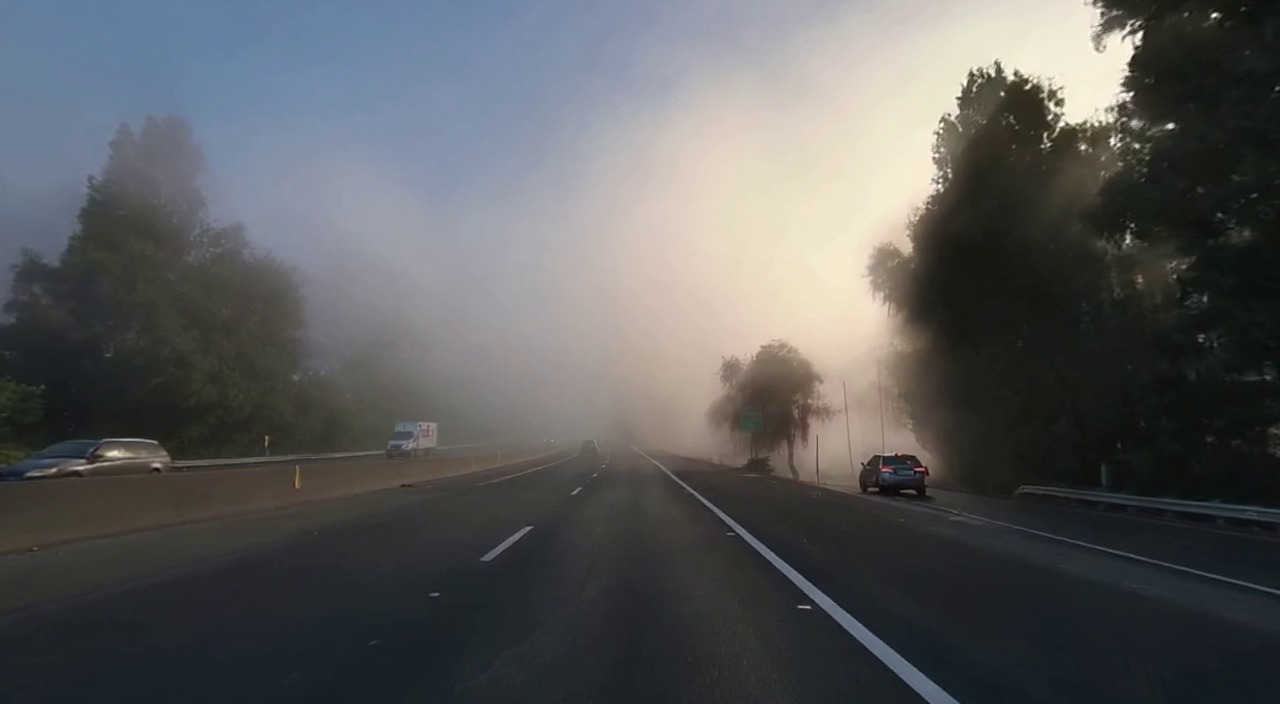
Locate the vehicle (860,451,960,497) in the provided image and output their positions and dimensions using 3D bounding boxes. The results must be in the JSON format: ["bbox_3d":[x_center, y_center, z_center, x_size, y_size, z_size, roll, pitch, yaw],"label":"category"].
[{"bbox_3d":[9.997,4.515,23.723,2.037,1.487,4.962,1,-9,6],"label":"vehicle"}]

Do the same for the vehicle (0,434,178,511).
[{"bbox_3d":[-13.350,2.658,14.389,2.027,1.464,4.568,0,-8,0],"label":"vehicle"}]
